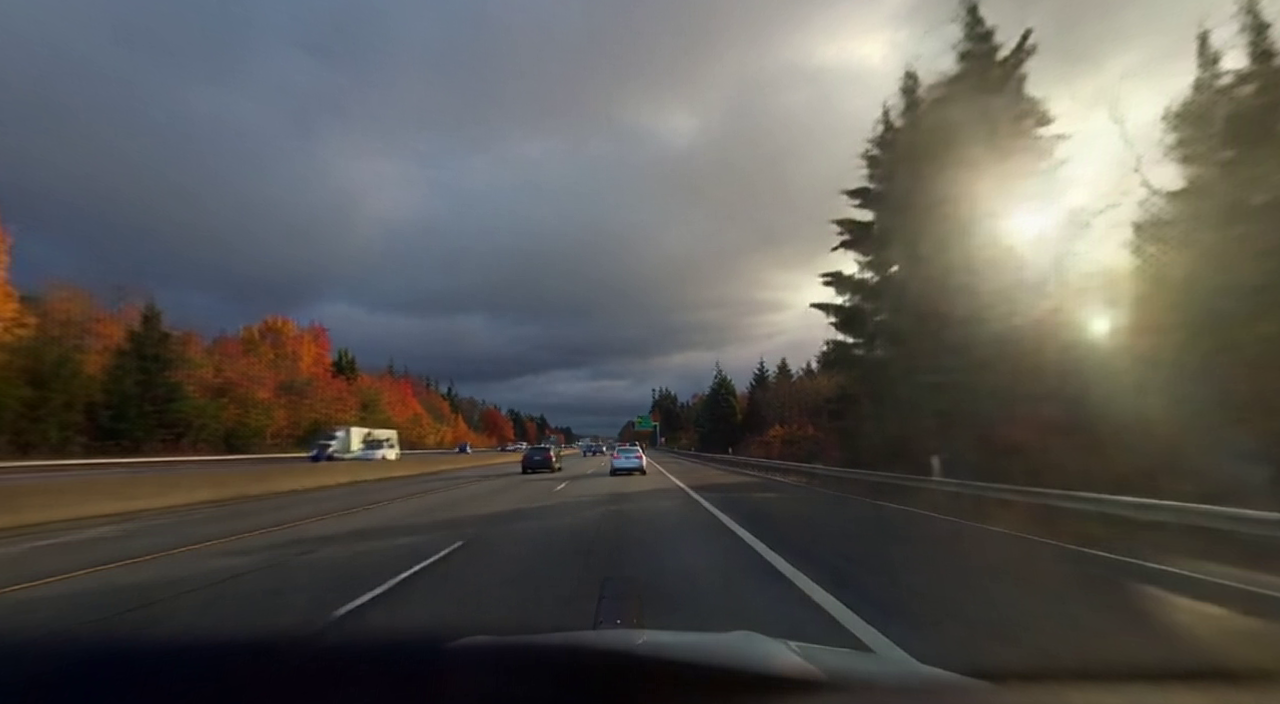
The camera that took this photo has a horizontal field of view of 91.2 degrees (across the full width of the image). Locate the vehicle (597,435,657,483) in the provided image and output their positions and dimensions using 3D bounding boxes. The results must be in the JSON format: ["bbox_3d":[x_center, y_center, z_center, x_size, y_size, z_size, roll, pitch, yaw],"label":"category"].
[{"bbox_3d":[-0.481,4.124,24.295,2.115,1.661,4.049,0,-9,-1],"label":"vehicle"}]

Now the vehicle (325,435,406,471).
[{"bbox_3d":[-13.613,5.047,31.397,2.003,1.594,4.599,-1,-9,0],"label":"vehicle"}]

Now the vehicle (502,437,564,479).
[{"bbox_3d":[-4.707,4.769,28.299,1.974,1.688,4.727,-1,-9,0],"label":"vehicle"}]

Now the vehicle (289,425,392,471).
[{"bbox_3d":[-17.720,5.752,37.715,2.550,2.436,7.444,-1,-9,-1],"label":"vehicle"}]
